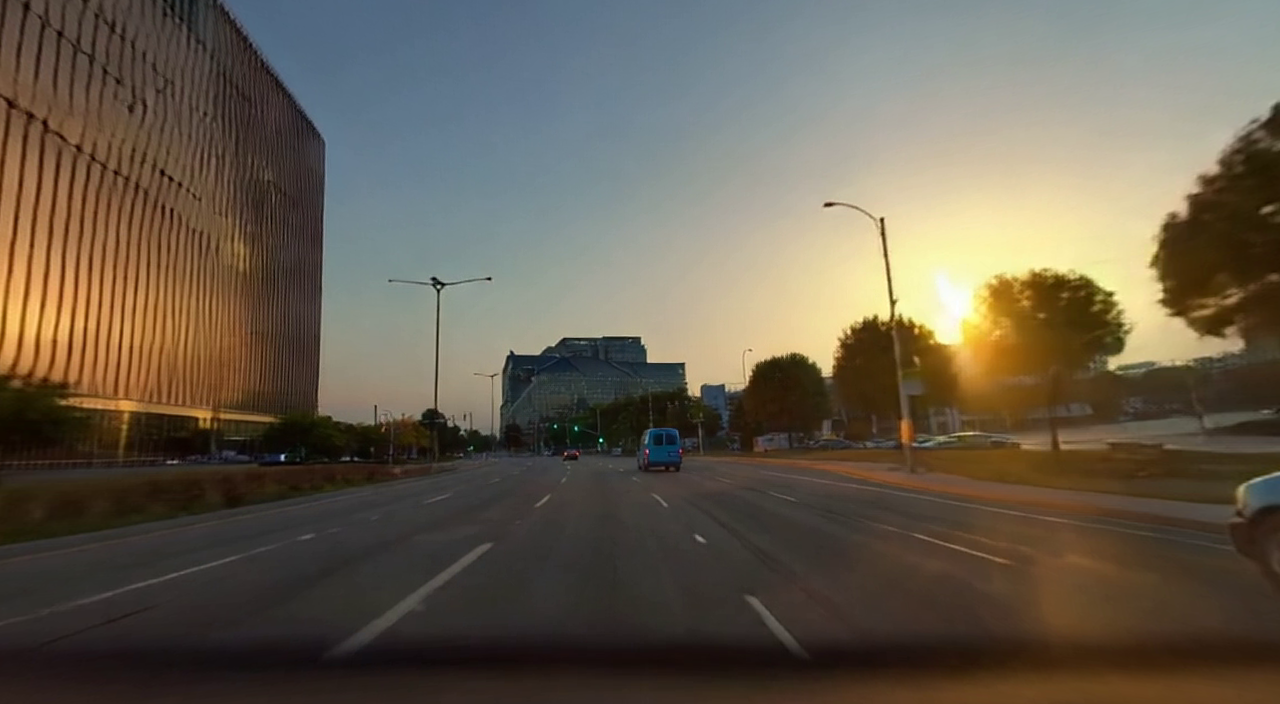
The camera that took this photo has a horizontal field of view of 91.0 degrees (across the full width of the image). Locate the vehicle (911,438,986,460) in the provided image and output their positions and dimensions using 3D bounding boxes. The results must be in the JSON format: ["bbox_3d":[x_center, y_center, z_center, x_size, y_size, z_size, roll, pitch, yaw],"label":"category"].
[{"bbox_3d":[21.957,6.904,44.940,4.271,1.470,1.940,0,-8,0],"label":"vehicle"}]

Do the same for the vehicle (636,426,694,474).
[{"bbox_3d":[1.176,5.017,32.305,2.339,2.244,4.817,0,-8,-5],"label":"vehicle"}]
